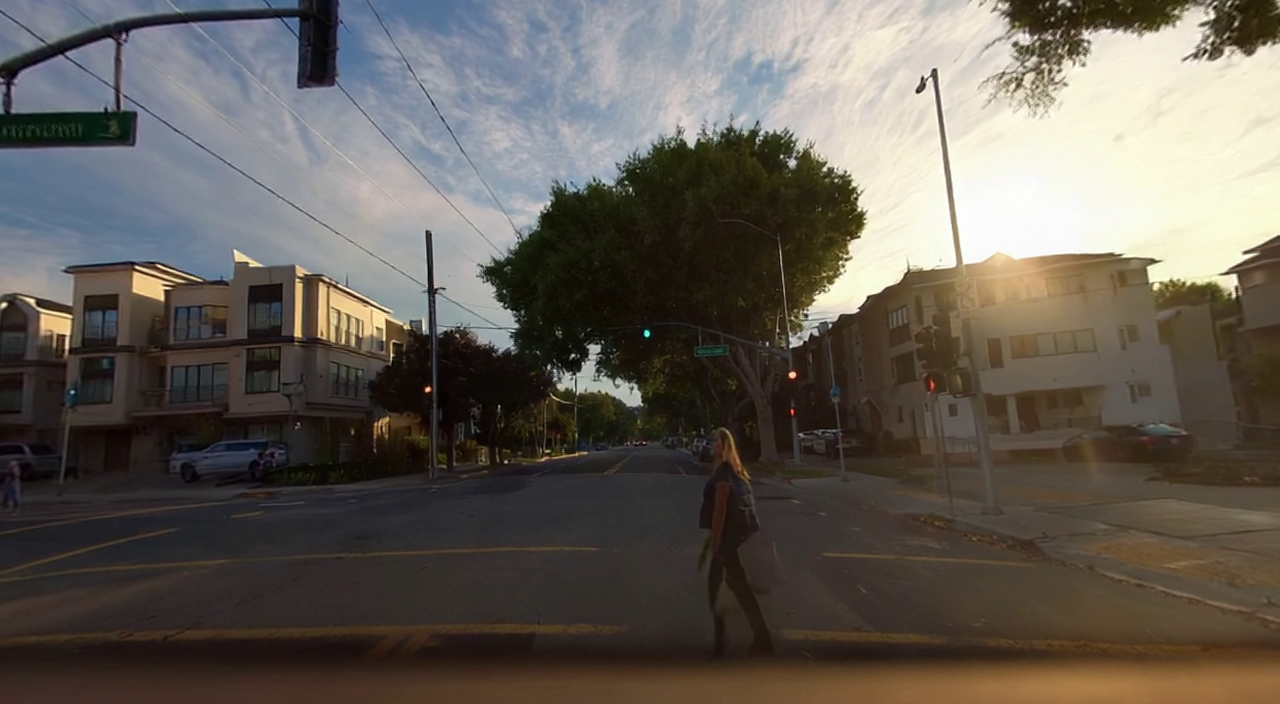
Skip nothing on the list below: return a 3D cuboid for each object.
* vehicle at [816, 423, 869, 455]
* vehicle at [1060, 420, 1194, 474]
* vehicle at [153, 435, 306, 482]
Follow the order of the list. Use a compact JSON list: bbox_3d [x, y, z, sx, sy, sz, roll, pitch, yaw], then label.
[{"bbox_3d":[11.535,4.996,36.206,1.950,1.714,4.245,-1,-9,5],"label":"vehicle"},{"bbox_3d":[17.088,3.362,22.457,2.013,1.722,4.007,-2,-9,10],"label":"vehicle"},{"bbox_3d":[-18.964,4.921,29.445,5.468,1.854,2.283,-2,-8,-5],"label":"vehicle"}]
